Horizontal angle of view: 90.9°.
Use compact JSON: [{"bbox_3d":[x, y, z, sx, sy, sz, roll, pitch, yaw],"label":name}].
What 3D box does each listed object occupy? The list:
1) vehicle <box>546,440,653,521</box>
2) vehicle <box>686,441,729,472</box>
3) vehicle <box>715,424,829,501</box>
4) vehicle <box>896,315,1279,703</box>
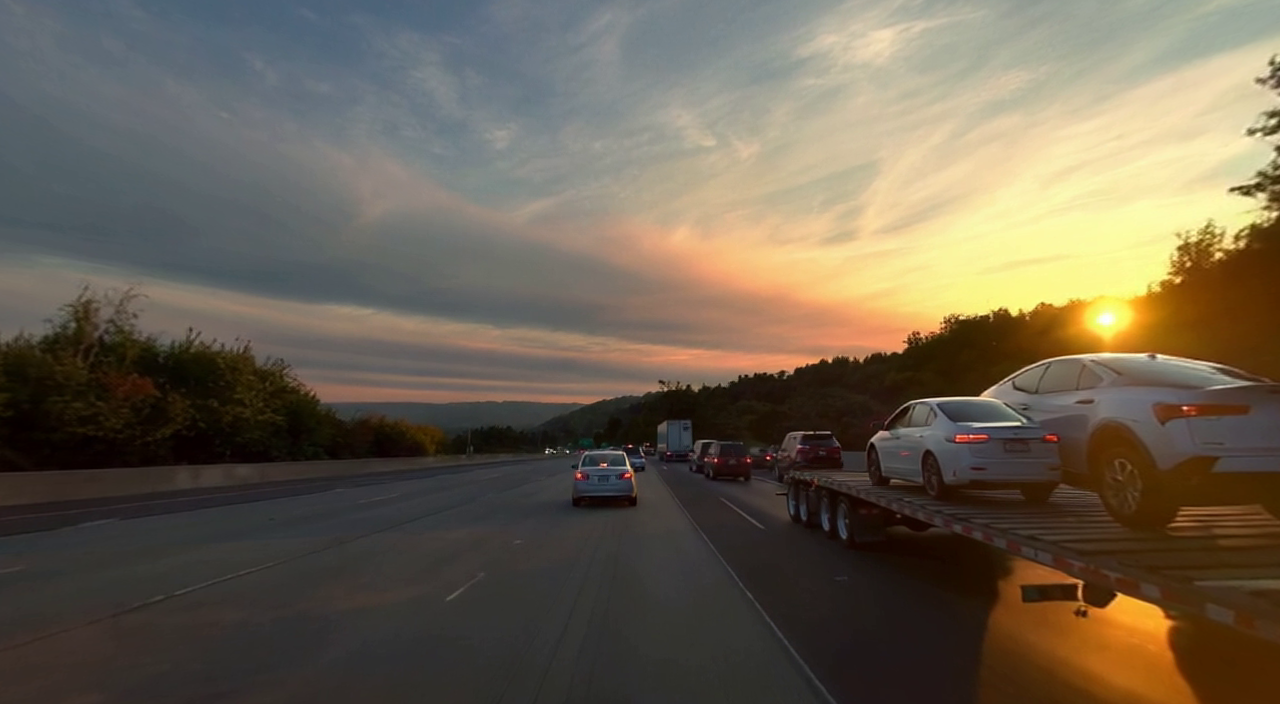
[{"bbox_3d":[-0.738,2.684,13.588,1.991,1.466,3.675,0,-9,0],"label":"vehicle"},{"bbox_3d":[3.795,5.996,36.187,1.938,1.660,4.223,0,-9,-1],"label":"vehicle"},{"bbox_3d":[3.534,3.078,17.749,2.303,1.889,3.920,0,-9,-1],"label":"vehicle"},{"bbox_3d":[3.457,0.963,3.751,1.959,1.783,4.407,0,-9,0],"label":"vehicle"}]
